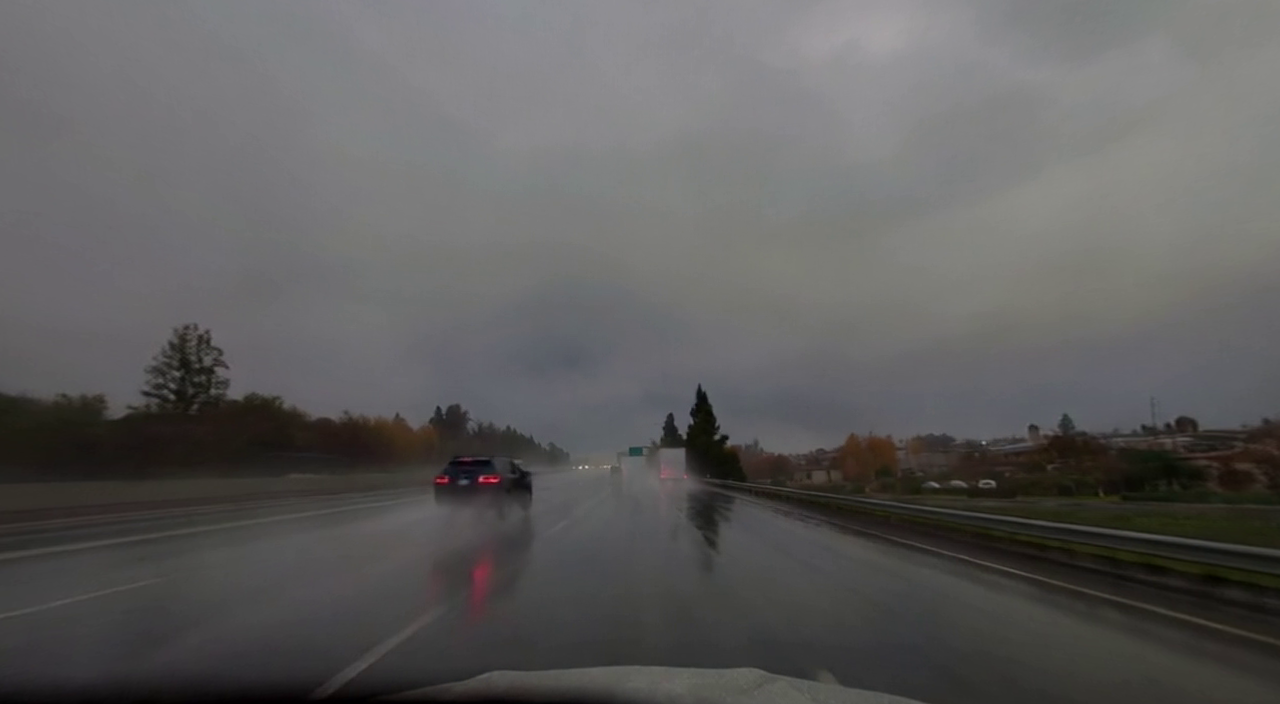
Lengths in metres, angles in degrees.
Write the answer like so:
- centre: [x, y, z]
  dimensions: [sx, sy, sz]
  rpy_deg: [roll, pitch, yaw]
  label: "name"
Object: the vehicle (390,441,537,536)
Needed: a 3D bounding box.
- centre: [-3.898, 3.153, 14.970]
  dimensions: [2.036, 1.835, 4.888]
  rpy_deg: [1, -10, 0]
  label: "vehicle"
